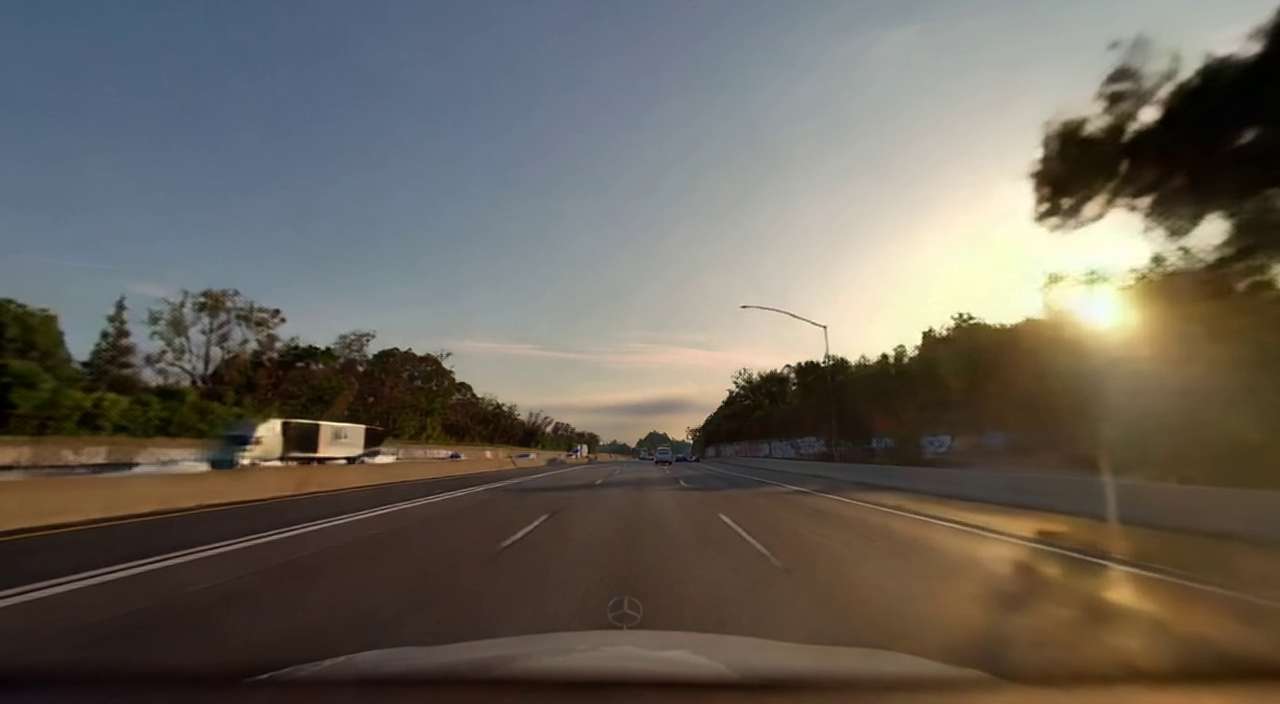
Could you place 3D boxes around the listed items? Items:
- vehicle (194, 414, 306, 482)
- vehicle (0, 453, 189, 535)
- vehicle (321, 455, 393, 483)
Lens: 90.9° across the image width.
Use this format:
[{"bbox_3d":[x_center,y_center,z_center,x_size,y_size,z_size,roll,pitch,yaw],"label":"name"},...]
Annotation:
[{"bbox_3d":[-25.027,6.249,40.887,2.948,4.021,5.825,-1,-9,6],"label":"vehicle"},{"bbox_3d":[-12.588,2.994,13.945,1.866,1.480,4.496,0,-9,0],"label":"vehicle"},{"bbox_3d":[-15.822,6.538,35.501,1.960,1.471,4.518,0,-9,0],"label":"vehicle"}]
